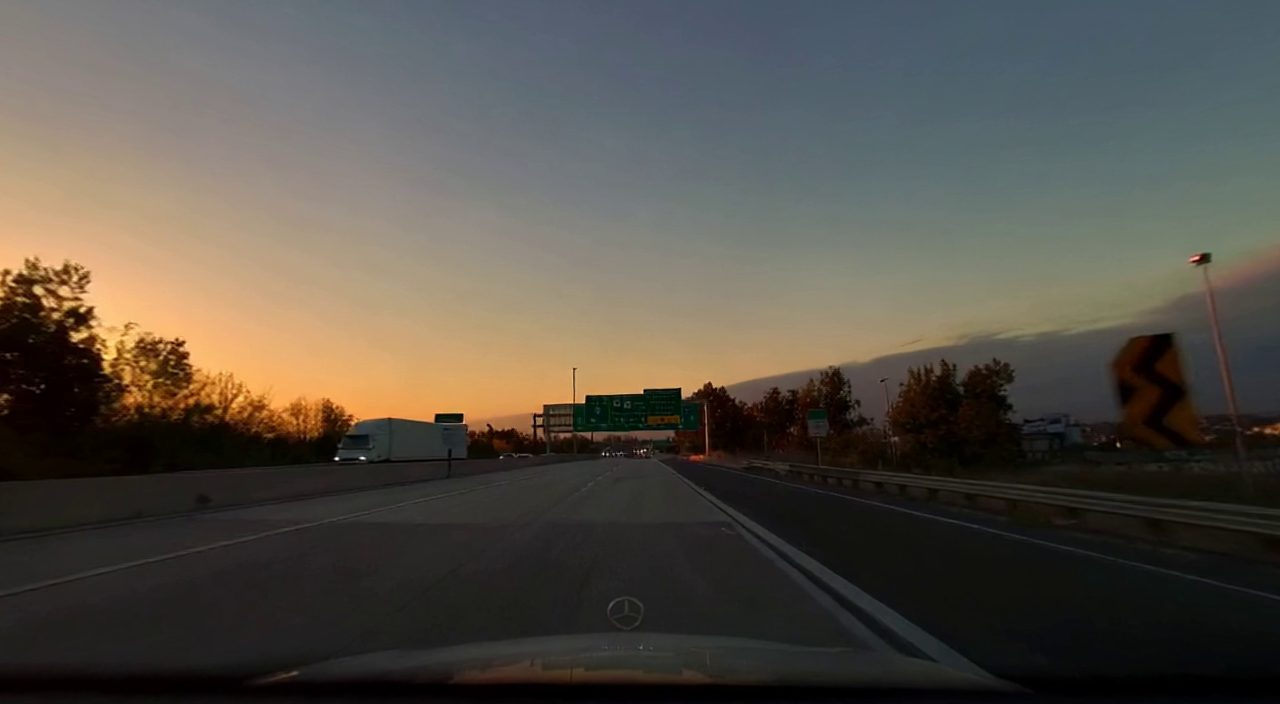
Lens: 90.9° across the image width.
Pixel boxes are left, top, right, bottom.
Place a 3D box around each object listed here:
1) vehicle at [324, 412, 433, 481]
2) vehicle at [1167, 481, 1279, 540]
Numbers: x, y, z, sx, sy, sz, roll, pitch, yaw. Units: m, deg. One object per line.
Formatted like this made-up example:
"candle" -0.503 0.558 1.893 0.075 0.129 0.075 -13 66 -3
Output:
"vehicle" -17.045 6.345 42.141 3.044 3.972 10.003 0 -9 0
"vehicle" 44.057 11.179 44.492 2.925 3.530 10.591 0 -9 -11
